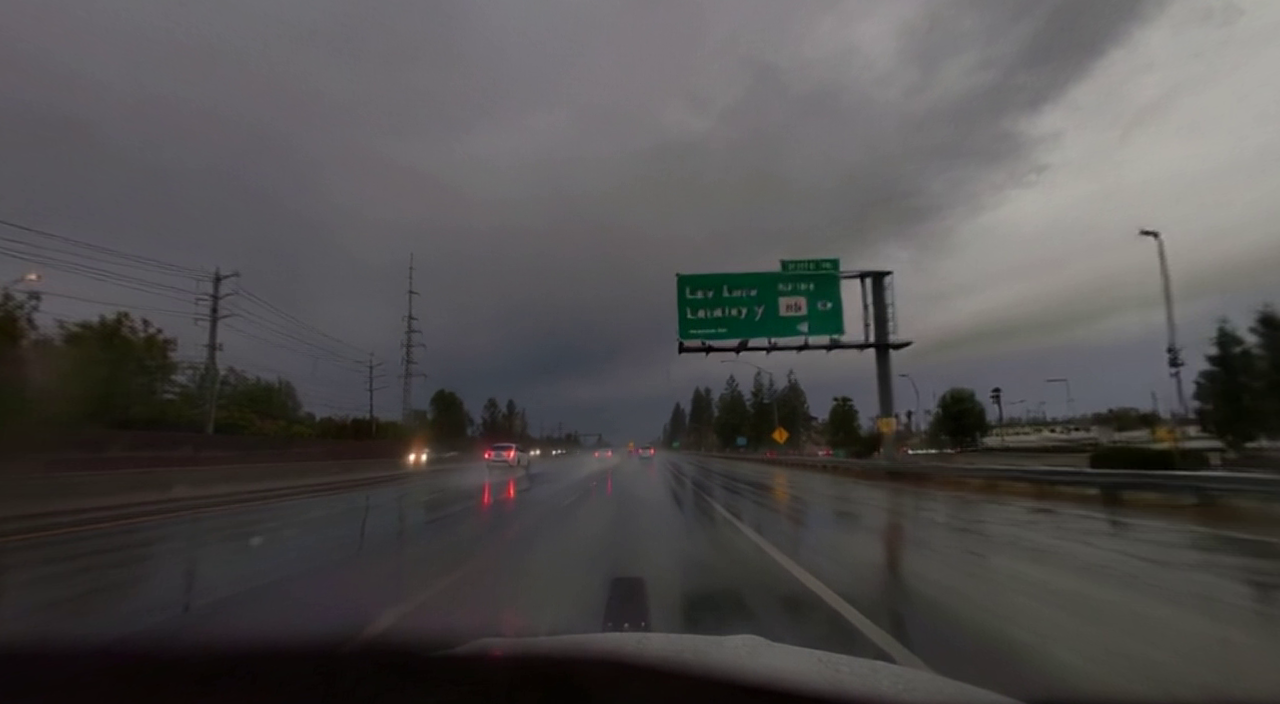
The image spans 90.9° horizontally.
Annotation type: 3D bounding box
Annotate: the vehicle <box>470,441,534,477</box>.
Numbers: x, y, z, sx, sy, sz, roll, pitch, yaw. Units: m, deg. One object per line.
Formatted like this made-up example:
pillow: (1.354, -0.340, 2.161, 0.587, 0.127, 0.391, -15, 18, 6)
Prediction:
vehicle: (-7.038, 5.505, 32.679, 2.118, 1.696, 4.836, 0, -9, 2)
